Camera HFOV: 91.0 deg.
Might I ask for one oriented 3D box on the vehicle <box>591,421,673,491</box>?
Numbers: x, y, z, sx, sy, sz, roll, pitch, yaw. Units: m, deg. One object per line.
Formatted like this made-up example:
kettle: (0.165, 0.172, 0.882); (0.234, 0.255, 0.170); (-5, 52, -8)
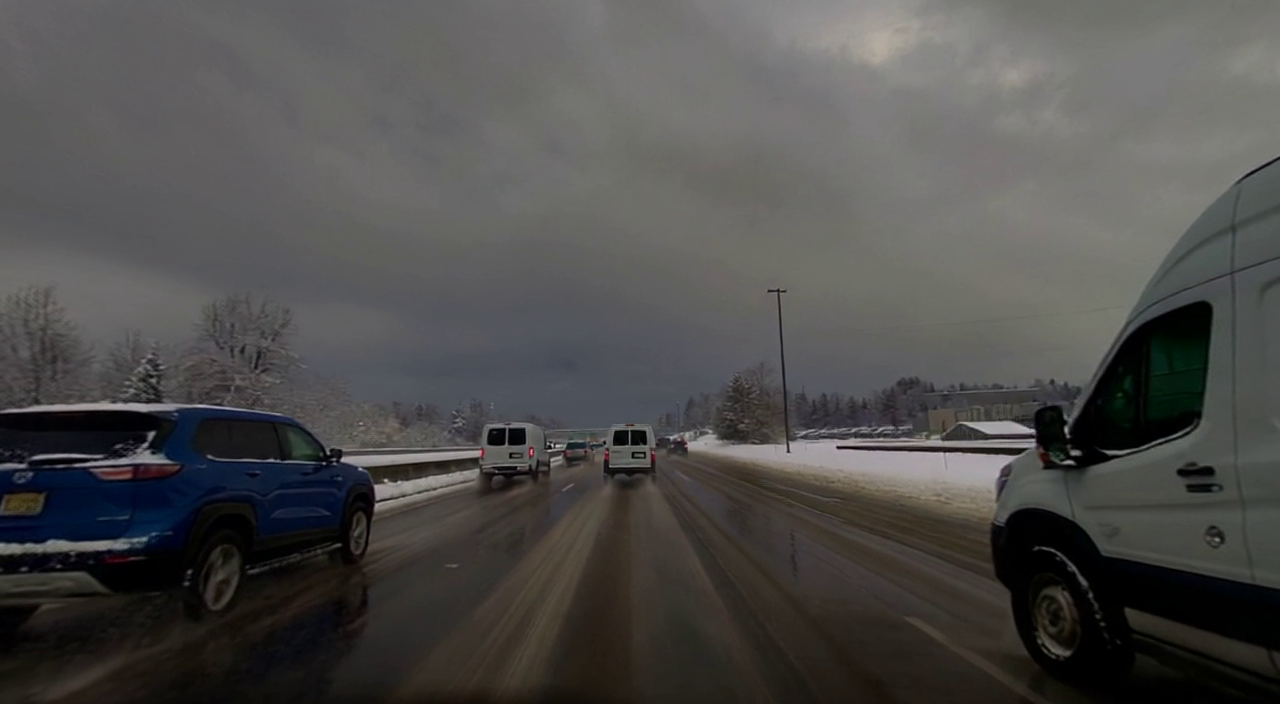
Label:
vehicle: (-0.275, 3.211, 19.859); (2.304, 1.925, 4.282); (0, -8, -1)

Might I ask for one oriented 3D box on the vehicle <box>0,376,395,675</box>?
vehicle: (-4.110, 1.302, 5.837); (1.972, 1.703, 4.333); (0, -8, -1)

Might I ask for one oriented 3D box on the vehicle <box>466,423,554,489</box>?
vehicle: (-4.169, 3.400, 20.953); (2.038, 1.936, 4.300); (-1, -8, 0)

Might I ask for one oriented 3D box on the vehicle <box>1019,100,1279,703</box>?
vehicle: (3.956, 0.083, 1.454); (2.427, 2.652, 5.769); (0, -8, -1)
